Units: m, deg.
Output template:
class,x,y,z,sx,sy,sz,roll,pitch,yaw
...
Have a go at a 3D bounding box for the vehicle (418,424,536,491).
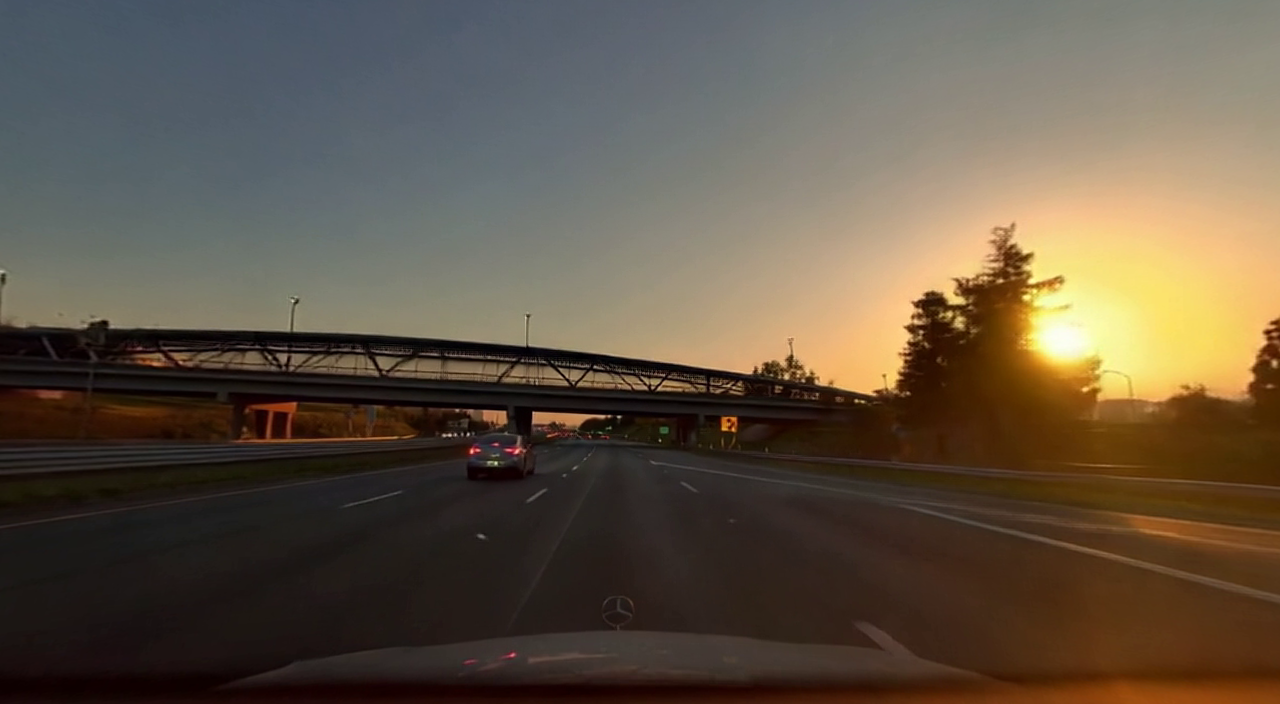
class,x,y,z,sx,sy,sz,roll,pitch,yaw
vehicle,-4.371,2.916,17.799,2.123,1.601,4.887,0,-8,-1
